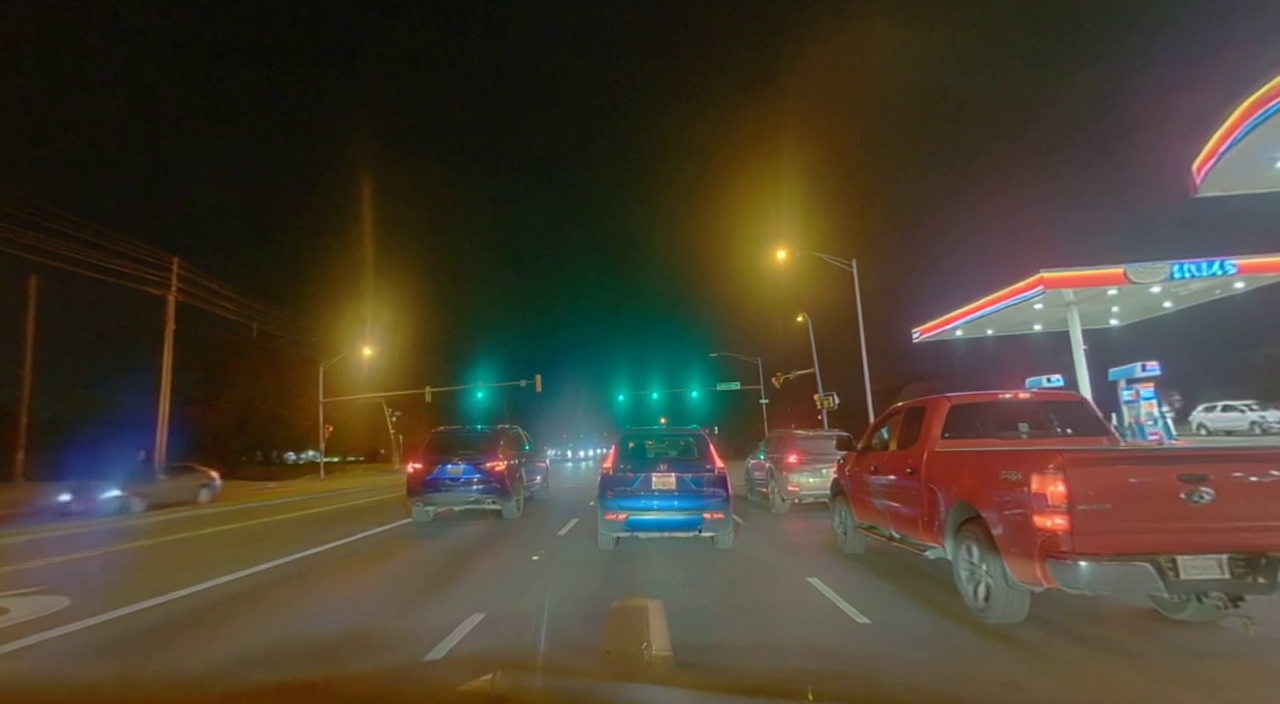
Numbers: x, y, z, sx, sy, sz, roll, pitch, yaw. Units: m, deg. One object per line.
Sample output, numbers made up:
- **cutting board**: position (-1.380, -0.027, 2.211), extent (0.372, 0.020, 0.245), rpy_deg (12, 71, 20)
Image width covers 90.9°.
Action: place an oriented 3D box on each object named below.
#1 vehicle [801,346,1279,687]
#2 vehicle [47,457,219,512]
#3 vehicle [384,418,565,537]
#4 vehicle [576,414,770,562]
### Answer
- **vehicle**: position (3.411, 1.285, 6.197), extent (2.161, 1.868, 5.321), rpy_deg (0, -8, -1)
- **vehicle**: position (-15.879, 4.126, 20.120), extent (1.808, 1.457, 4.381), rpy_deg (0, -8, 1)
- **vehicle**: position (-2.705, 2.166, 11.504), extent (2.019, 1.731, 4.299), rpy_deg (0, -8, 1)
- **vehicle**: position (0.363, 1.841, 9.231), extent (2.181, 1.650, 4.083), rpy_deg (0, -8, 0)
